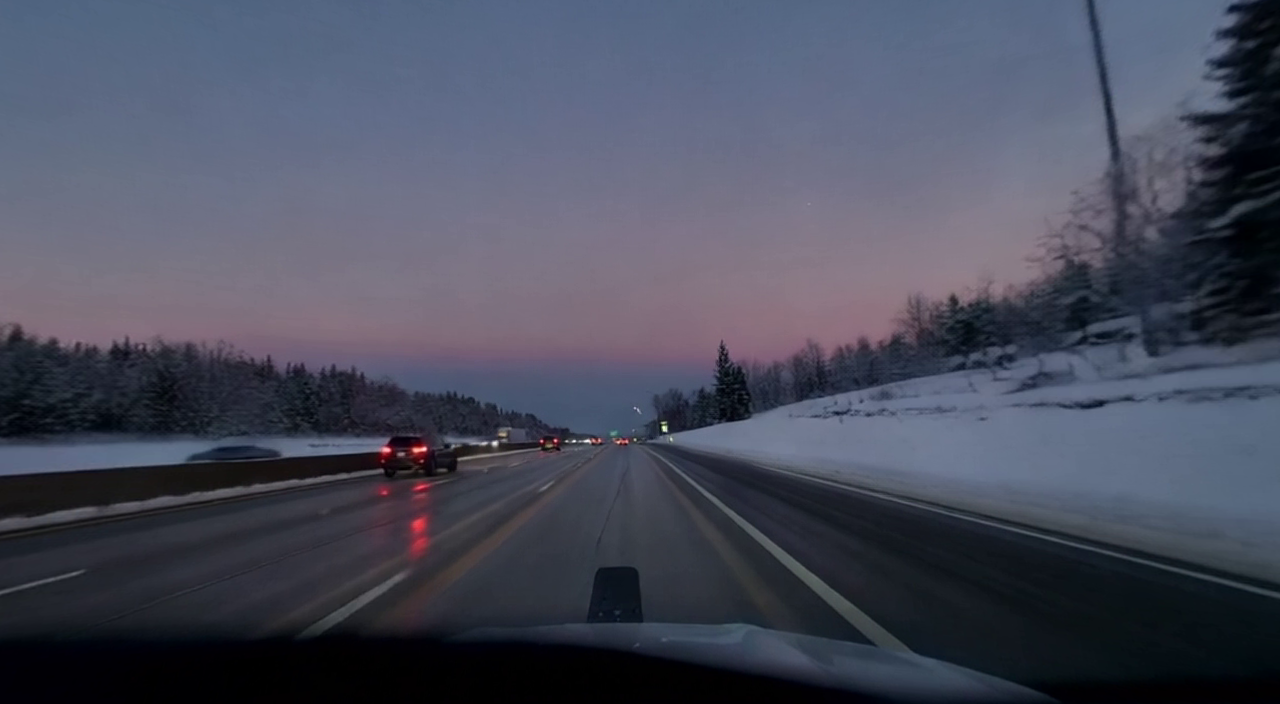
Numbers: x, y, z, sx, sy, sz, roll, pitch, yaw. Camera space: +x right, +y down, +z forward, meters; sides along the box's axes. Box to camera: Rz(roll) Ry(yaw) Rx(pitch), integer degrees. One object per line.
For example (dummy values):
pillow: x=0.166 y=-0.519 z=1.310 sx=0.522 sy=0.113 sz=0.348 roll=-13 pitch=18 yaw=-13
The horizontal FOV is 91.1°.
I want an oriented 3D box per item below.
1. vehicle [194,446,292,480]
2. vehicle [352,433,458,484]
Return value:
vehicle: x=-19.856 y=5.557 z=31.741 sx=1.858 sy=1.483 sz=4.771 roll=0 pitch=-8 yaw=-1
vehicle: x=-7.680 y=3.483 z=21.034 sx=1.972 sy=1.532 sz=4.222 roll=0 pitch=-8 yaw=-1
